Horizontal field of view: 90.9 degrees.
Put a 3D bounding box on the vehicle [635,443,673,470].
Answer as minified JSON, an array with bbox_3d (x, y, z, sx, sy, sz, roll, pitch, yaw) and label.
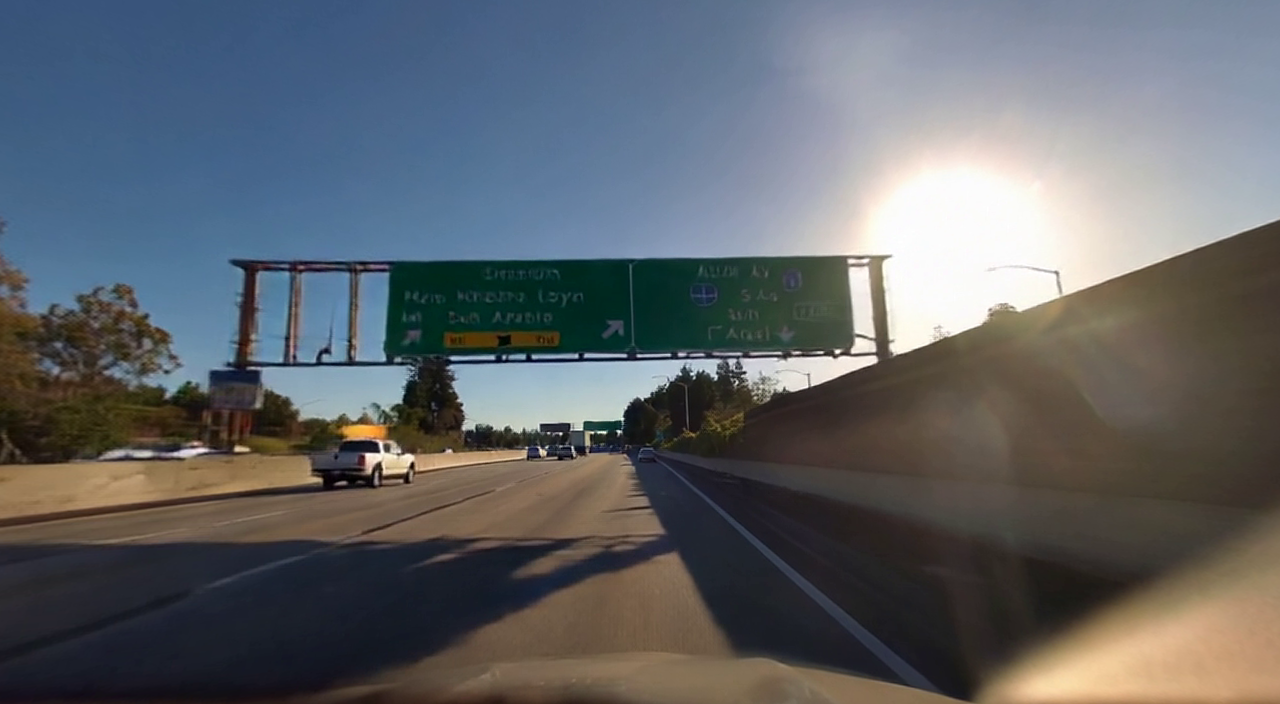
[{"bbox_3d":[0.796,6.245,37.853,2.137,1.461,3.999,-1,-8,1],"label":"vehicle"}]

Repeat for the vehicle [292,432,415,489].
[{"bbox_3d":[-10.158,3.878,22.899,2.246,1.812,4.740,0,-8,-1],"label":"vehicle"}]
